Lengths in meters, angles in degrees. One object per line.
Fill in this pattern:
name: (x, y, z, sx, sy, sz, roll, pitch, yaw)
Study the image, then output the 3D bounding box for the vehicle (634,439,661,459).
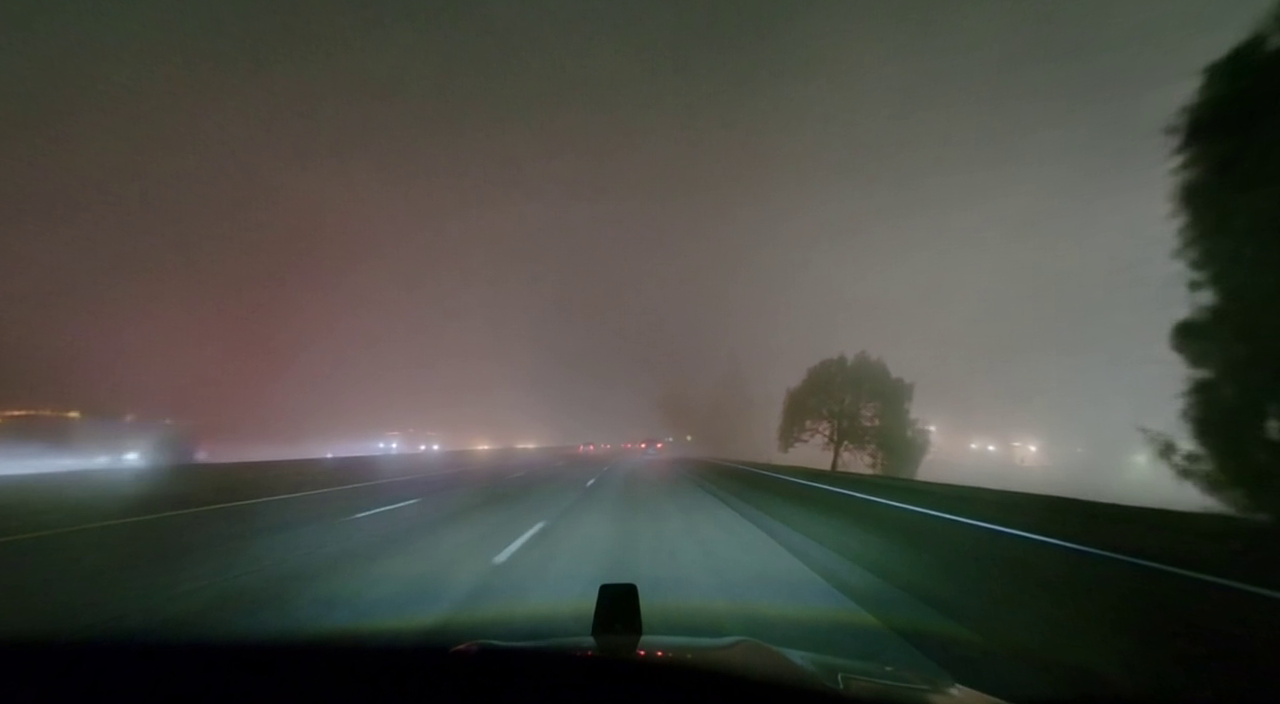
vehicle: (0.567, 7.604, 49.526, 2.021, 1.528, 4.154, 0, -8, -1)

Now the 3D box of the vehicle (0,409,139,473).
vehicle: (-35.408, 5.268, 37.046, 2.917, 3.381, 11.266, -1, -8, -1)

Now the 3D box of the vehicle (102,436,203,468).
vehicle: (-27.738, 5.702, 36.159, 1.935, 1.681, 4.774, 0, -8, 0)
